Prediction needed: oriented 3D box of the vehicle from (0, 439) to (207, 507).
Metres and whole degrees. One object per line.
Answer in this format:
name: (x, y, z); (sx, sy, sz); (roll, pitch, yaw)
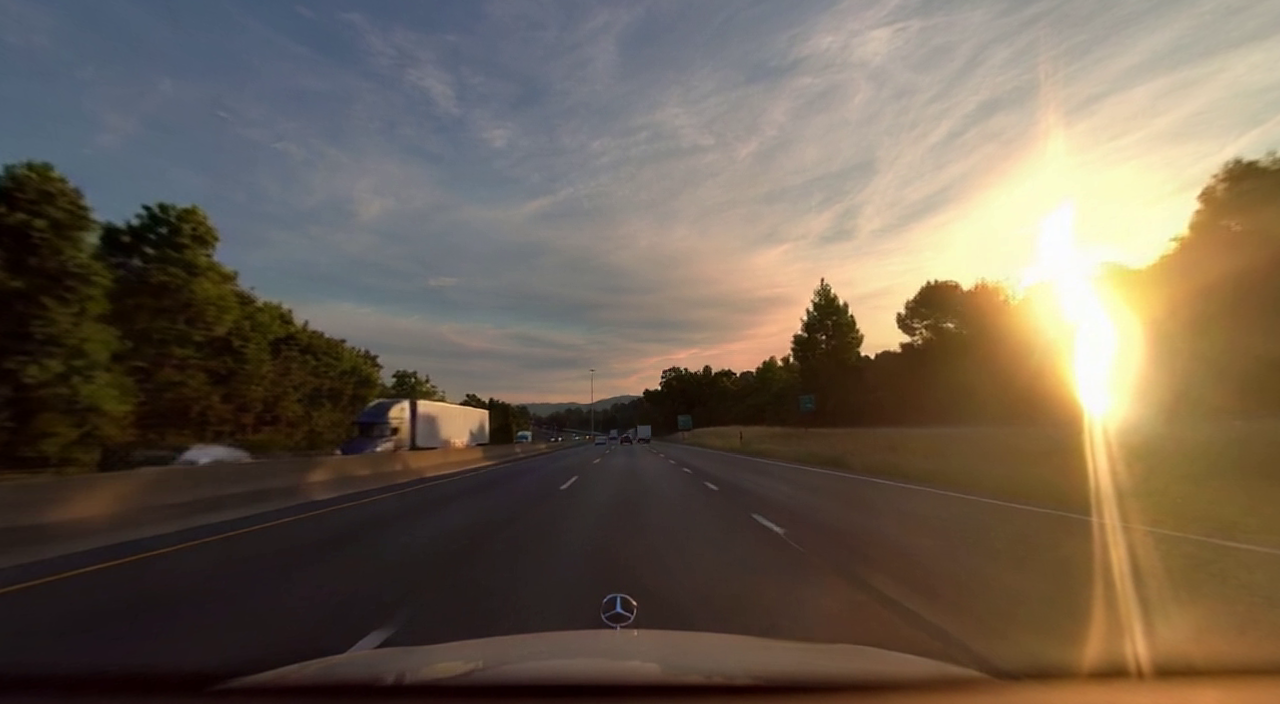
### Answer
vehicle: (-13.191, 2.920, 15.796); (1.811, 1.453, 4.079); (0, -8, -1)
